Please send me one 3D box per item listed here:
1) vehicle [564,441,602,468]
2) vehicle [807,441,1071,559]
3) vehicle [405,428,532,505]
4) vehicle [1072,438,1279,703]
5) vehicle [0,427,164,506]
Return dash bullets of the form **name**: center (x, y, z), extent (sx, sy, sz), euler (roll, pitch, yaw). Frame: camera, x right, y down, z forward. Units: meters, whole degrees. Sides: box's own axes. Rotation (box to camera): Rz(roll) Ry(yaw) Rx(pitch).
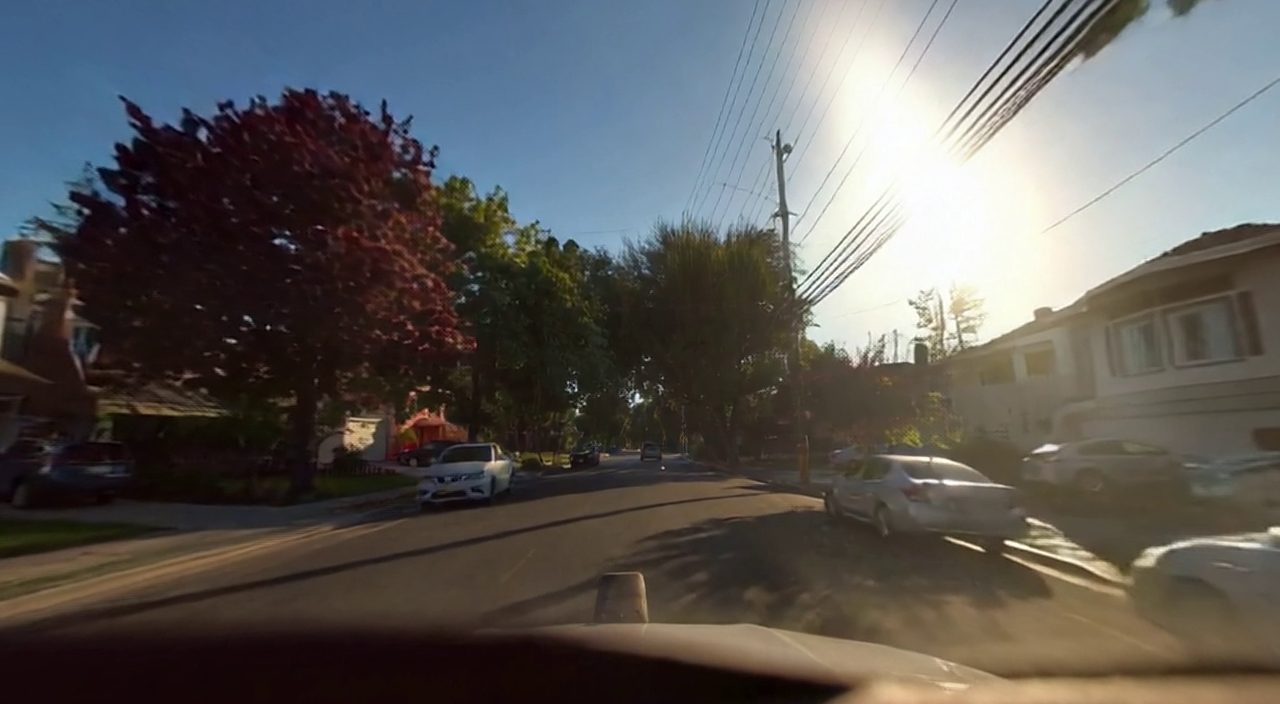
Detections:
- **vehicle**: center (-4.032, 7.376, 45.591), extent (2.207, 1.669, 4.363), euler (-2, -7, 1)
- **vehicle**: center (4.478, 2.258, 10.549), extent (2.094, 1.490, 4.739), euler (0, -8, 0)
- **vehicle**: center (-4.590, 3.103, 17.873), extent (2.164, 1.810, 5.044), euler (1, -7, 0)
- **vehicle**: center (4.298, 1.076, 2.518), extent (2.031, 1.471, 4.328), euler (0, -8, -1)
- **vehicle**: center (-14.200, 2.734, 15.452), extent (4.702, 1.675, 1.984), euler (-4, -9, 25)
